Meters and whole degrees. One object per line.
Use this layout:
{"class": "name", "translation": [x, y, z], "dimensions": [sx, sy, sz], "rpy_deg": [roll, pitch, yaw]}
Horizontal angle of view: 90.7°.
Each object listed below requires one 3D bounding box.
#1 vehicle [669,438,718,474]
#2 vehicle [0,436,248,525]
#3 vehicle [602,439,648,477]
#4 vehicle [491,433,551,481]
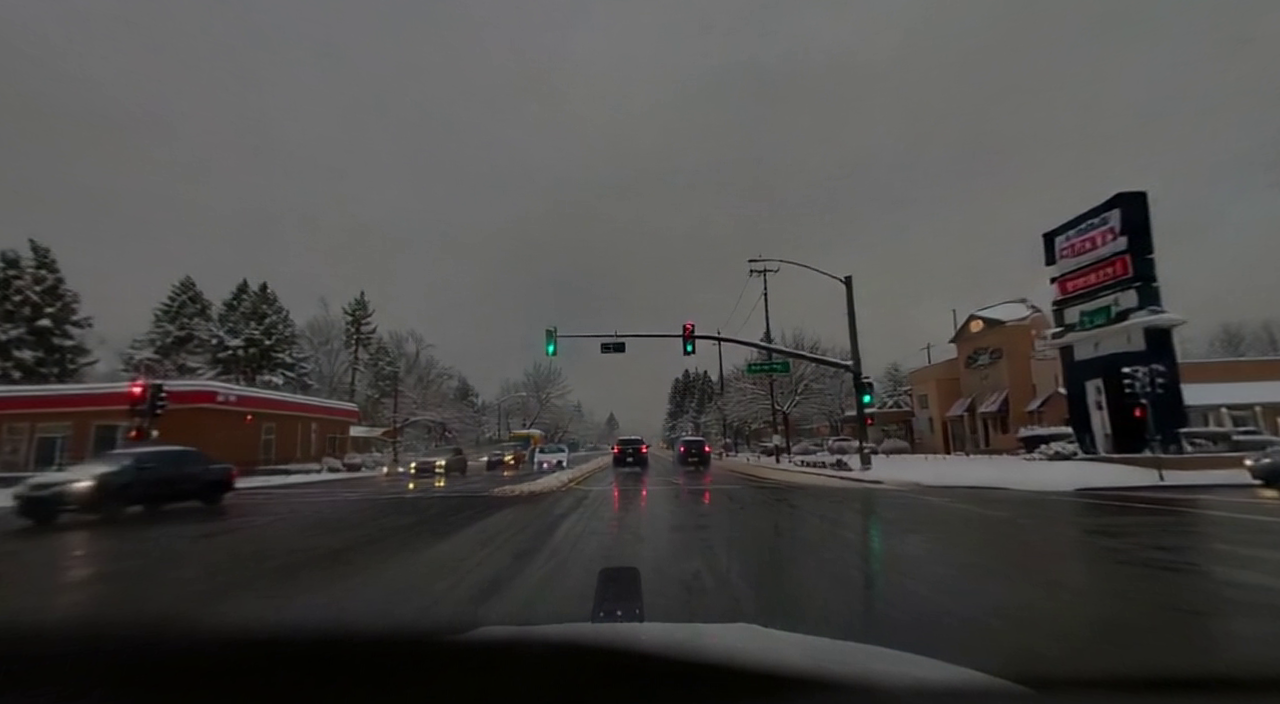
{"class": "vehicle", "translation": [2.977, 5.943, 36.286], "dimensions": [2.190, 1.913, 5.174], "rpy_deg": [0, -9, -2]}
{"class": "vehicle", "translation": [-13.244, 3.204, 16.498], "dimensions": [2.287, 1.874, 5.798], "rpy_deg": [0, -9, 0]}
{"class": "vehicle", "translation": [-0.705, 5.323, 31.865], "dimensions": [2.177, 1.754, 3.815], "rpy_deg": [0, -9, 0]}
{"class": "vehicle", "translation": [-5.671, 5.079, 30.807], "dimensions": [2.072, 2.107, 4.723], "rpy_deg": [0, -9, -1]}
